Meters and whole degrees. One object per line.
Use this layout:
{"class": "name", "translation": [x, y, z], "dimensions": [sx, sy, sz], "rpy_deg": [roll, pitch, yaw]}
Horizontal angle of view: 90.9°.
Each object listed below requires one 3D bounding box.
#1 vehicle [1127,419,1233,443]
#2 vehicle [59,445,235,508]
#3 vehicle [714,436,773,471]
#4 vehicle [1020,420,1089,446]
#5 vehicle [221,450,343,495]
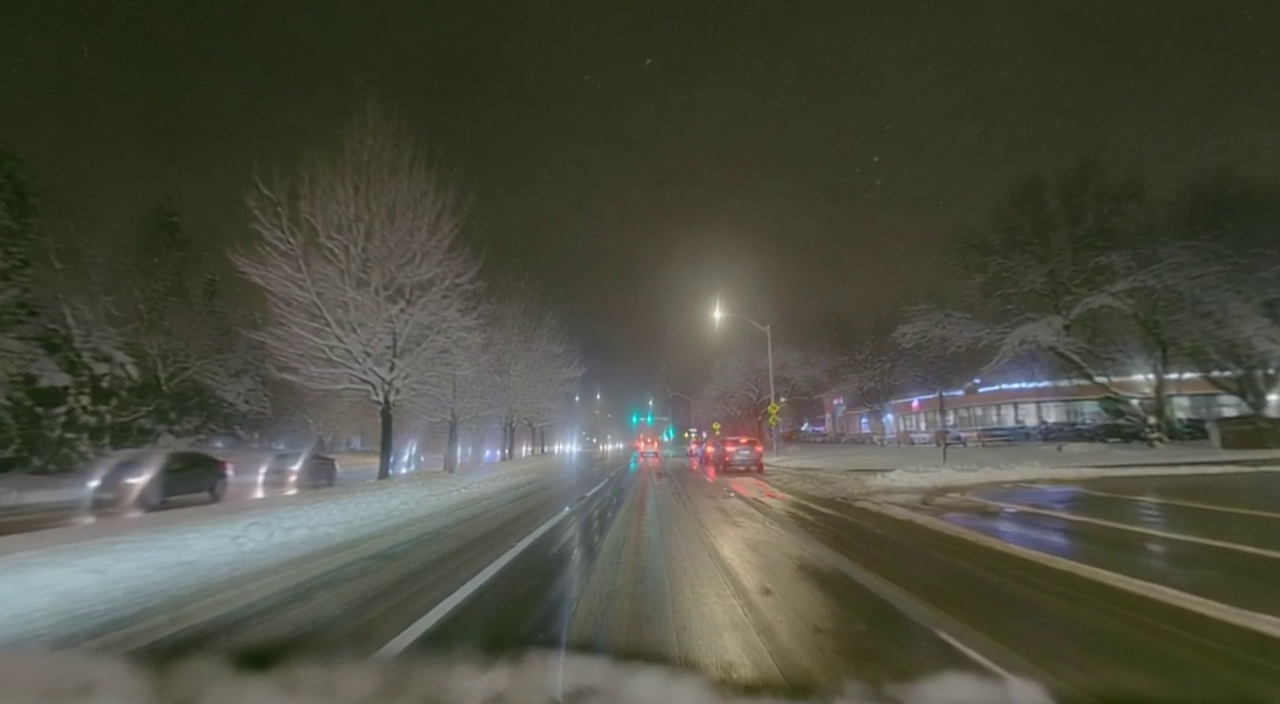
{"class": "vehicle", "translation": [33.193, 4.881, 38.856], "dimensions": [4.540, 1.446, 1.919], "rpy_deg": [-1, -8, 6]}
{"class": "vehicle", "translation": [-16.679, 4.166, 21.769], "dimensions": [2.072, 1.862, 4.948], "rpy_deg": [0, -8, 0]}
{"class": "vehicle", "translation": [4.614, 4.568, 28.658], "dimensions": [1.913, 1.463, 4.198], "rpy_deg": [0, -8, -1]}
{"class": "vehicle", "translation": [29.486, 5.780, 45.063], "dimensions": [1.811, 1.664, 5.065], "rpy_deg": [-3, -7, 5]}
{"class": "vehicle", "translation": [-13.167, 4.409, 23.552], "dimensions": [1.847, 1.424, 4.521], "rpy_deg": [0, -8, 1]}
